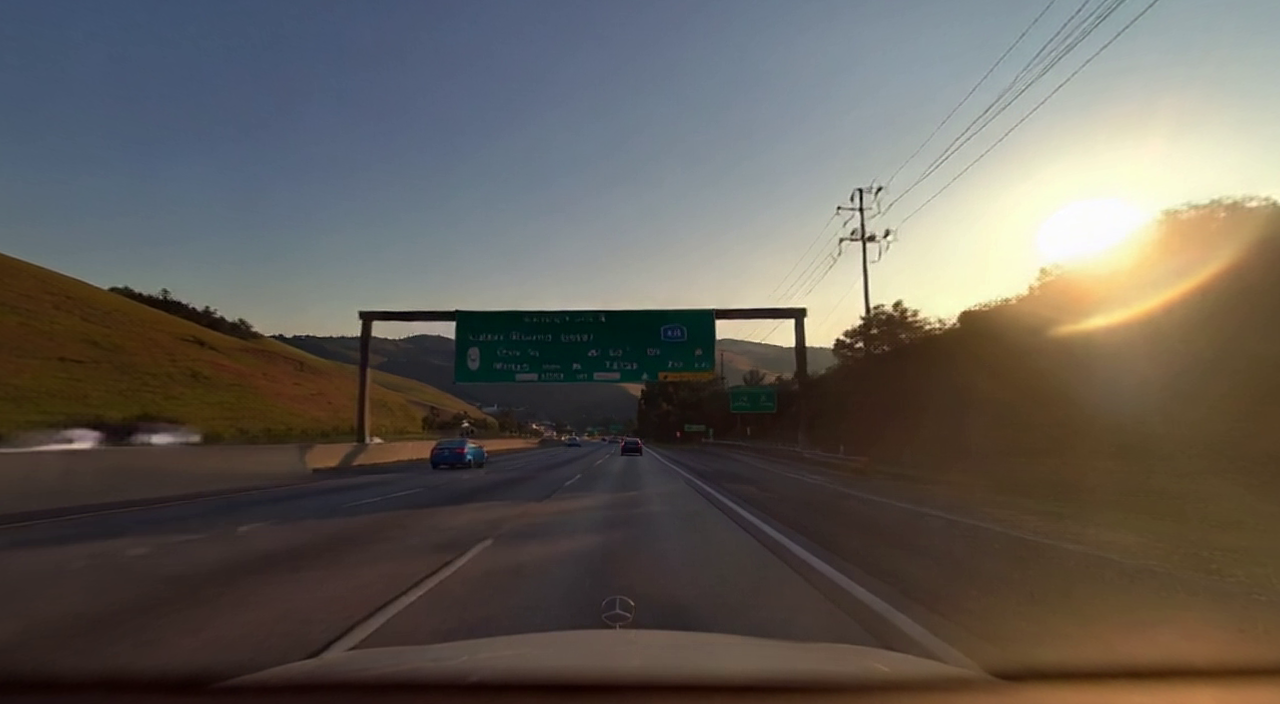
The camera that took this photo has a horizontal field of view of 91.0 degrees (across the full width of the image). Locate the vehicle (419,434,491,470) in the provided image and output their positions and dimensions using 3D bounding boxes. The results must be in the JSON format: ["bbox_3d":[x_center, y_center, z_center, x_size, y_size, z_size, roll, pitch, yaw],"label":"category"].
[{"bbox_3d":[-8.380,4.555,28.915,2.047,1.486,4.306,0,-8,0],"label":"vehicle"}]

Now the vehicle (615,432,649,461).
[{"bbox_3d":[-0.512,6.082,40.648,2.040,1.715,3.906,0,-8,-1],"label":"vehicle"}]

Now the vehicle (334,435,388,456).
[{"bbox_3d":[-20.368,6.835,46.164,1.896,1.464,4.522,0,-8,-1],"label":"vehicle"}]

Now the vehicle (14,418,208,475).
[{"bbox_3d":[-15.541,2.823,18.900,1.896,1.466,4.500,0,-8,0],"label":"vehicle"}]
